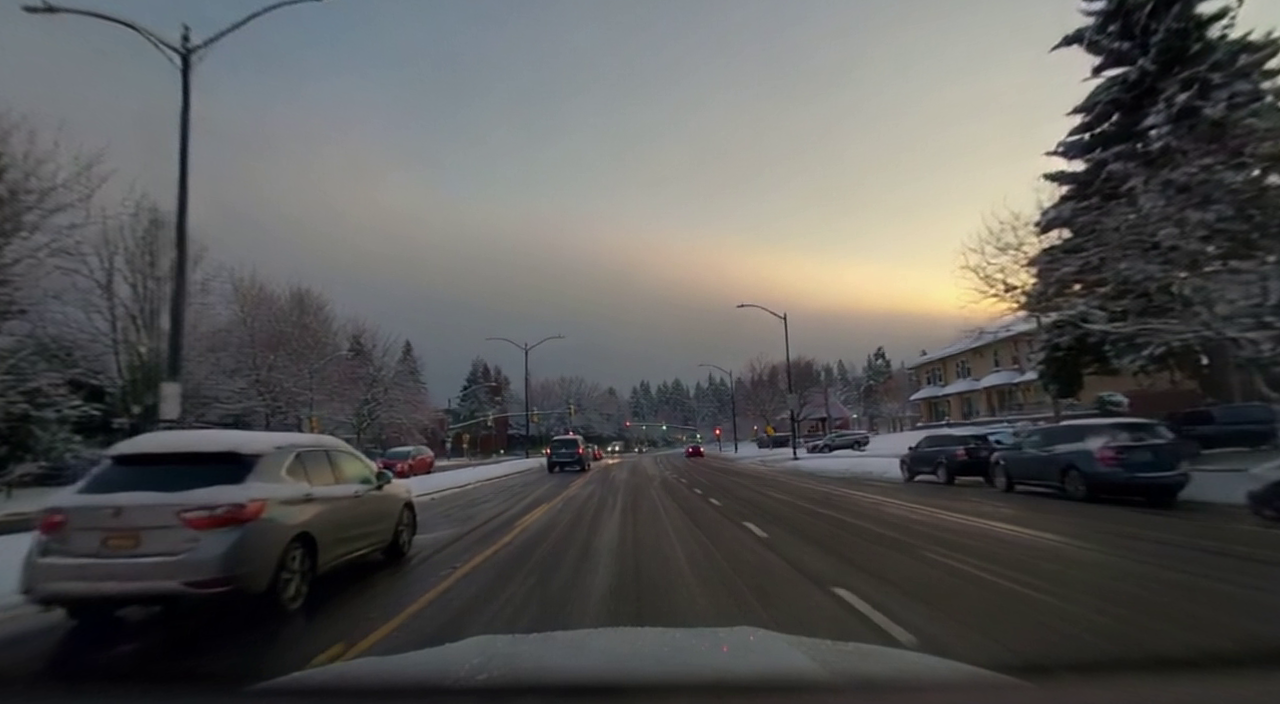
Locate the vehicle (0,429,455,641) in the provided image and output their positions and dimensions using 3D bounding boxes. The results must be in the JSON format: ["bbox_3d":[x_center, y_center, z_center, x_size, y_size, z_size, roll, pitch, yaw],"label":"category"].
[{"bbox_3d":[-3.673,1.595,6.657,2.144,1.447,4.421,0,-8,-1],"label":"vehicle"}]

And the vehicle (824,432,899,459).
[{"bbox_3d":[15.096,6.409,43.262,4.399,1.722,2.202,-1,-8,9],"label":"vehicle"}]

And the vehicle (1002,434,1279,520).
[{"bbox_3d":[9.947,2.433,12.974,2.045,1.418,4.869,0,-8,-1],"label":"vehicle"}]

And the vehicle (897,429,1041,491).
[{"bbox_3d":[9.898,3.271,19.488,1.992,1.664,4.246,0,-8,-2],"label":"vehicle"}]

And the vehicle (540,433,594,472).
[{"bbox_3d":[-3.733,5.255,33.312,2.220,1.888,4.904,0,-8,1],"label":"vehicle"}]
